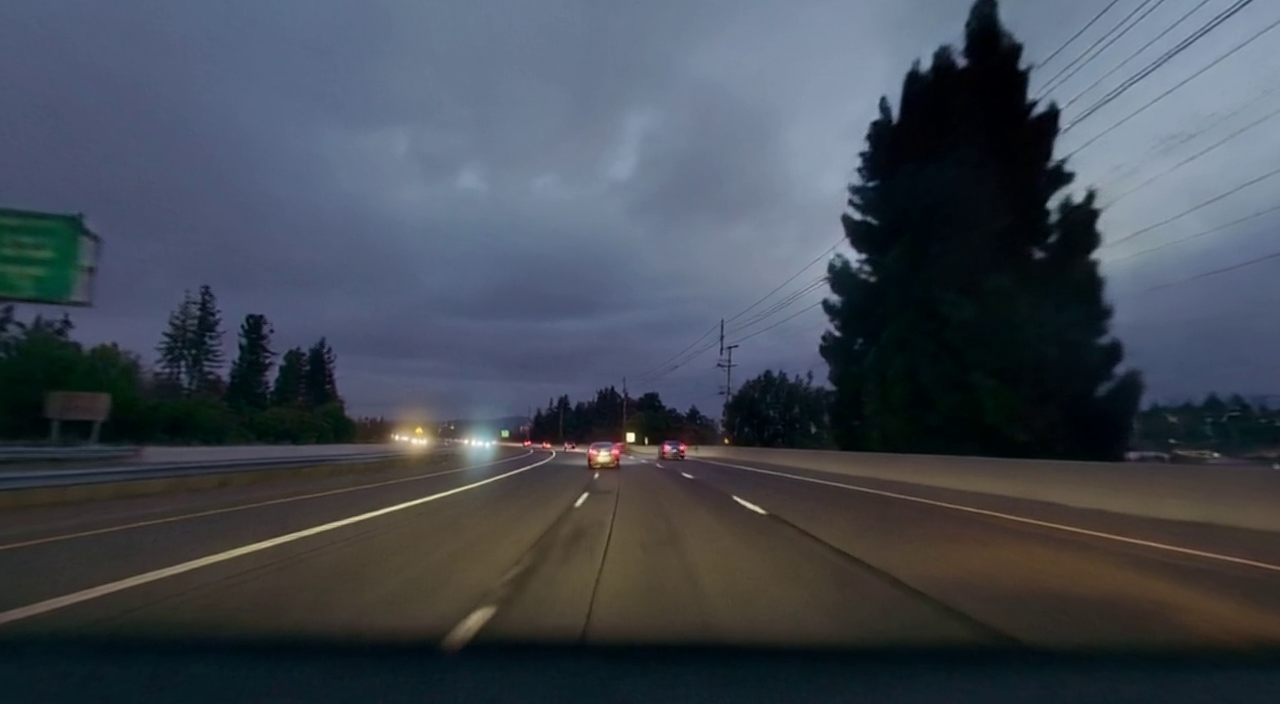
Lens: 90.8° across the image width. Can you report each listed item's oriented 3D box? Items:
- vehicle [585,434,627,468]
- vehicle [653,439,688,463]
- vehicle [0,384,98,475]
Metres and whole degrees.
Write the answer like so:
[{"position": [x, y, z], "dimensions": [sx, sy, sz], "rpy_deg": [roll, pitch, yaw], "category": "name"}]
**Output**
[{"position": [-1.852, 5.382, 34.397], "dimensions": [2.188, 1.714, 3.921], "rpy_deg": [0, -8, -3], "category": "vehicle"}, {"position": [1.931, 6.498, 41.500], "dimensions": [1.789, 1.503, 3.897], "rpy_deg": [1, -8, -5], "category": "vehicle"}, {"position": [-26.210, 3.342, 26.945], "dimensions": [2.513, 3.577, 4.197], "rpy_deg": [1, -9, -8], "category": "vehicle"}]
